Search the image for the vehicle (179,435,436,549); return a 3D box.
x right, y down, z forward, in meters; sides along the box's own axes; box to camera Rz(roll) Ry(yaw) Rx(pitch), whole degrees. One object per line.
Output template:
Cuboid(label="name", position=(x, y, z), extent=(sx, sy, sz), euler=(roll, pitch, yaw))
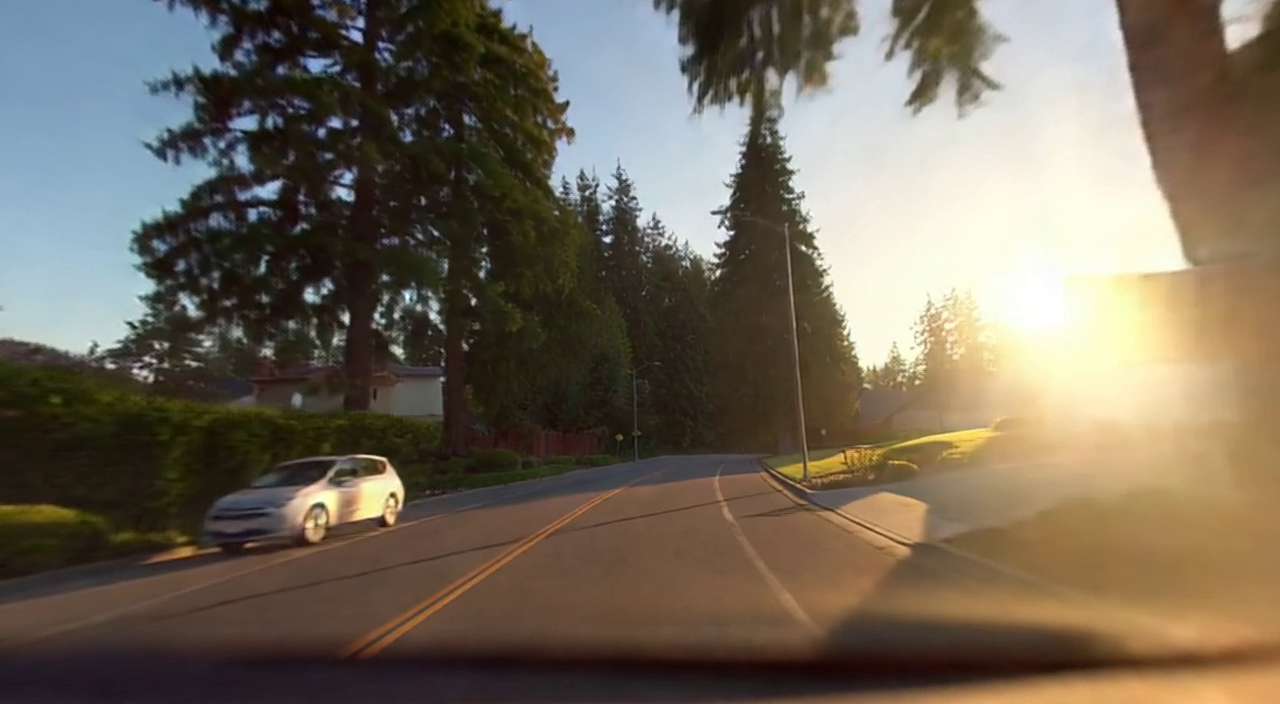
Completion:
Cuboid(label="vehicle", position=(-5.826, 2.549, 12.016), extent=(2.002, 1.601, 5.012), euler=(-3, -10, 3))
